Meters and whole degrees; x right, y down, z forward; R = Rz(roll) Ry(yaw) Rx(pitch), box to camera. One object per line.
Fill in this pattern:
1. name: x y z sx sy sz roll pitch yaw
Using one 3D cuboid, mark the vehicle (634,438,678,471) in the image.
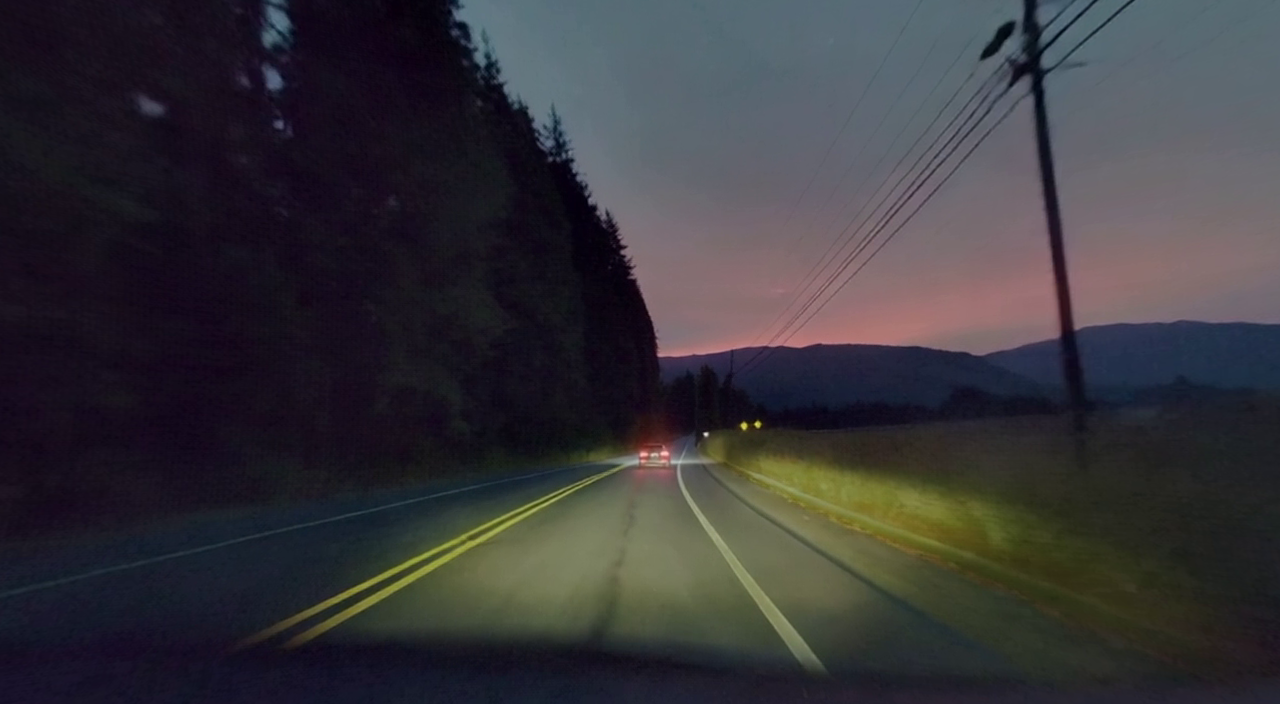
1. vehicle: 0.841 5.091 31.494 2.059 1.524 3.963 -1 -8 3
